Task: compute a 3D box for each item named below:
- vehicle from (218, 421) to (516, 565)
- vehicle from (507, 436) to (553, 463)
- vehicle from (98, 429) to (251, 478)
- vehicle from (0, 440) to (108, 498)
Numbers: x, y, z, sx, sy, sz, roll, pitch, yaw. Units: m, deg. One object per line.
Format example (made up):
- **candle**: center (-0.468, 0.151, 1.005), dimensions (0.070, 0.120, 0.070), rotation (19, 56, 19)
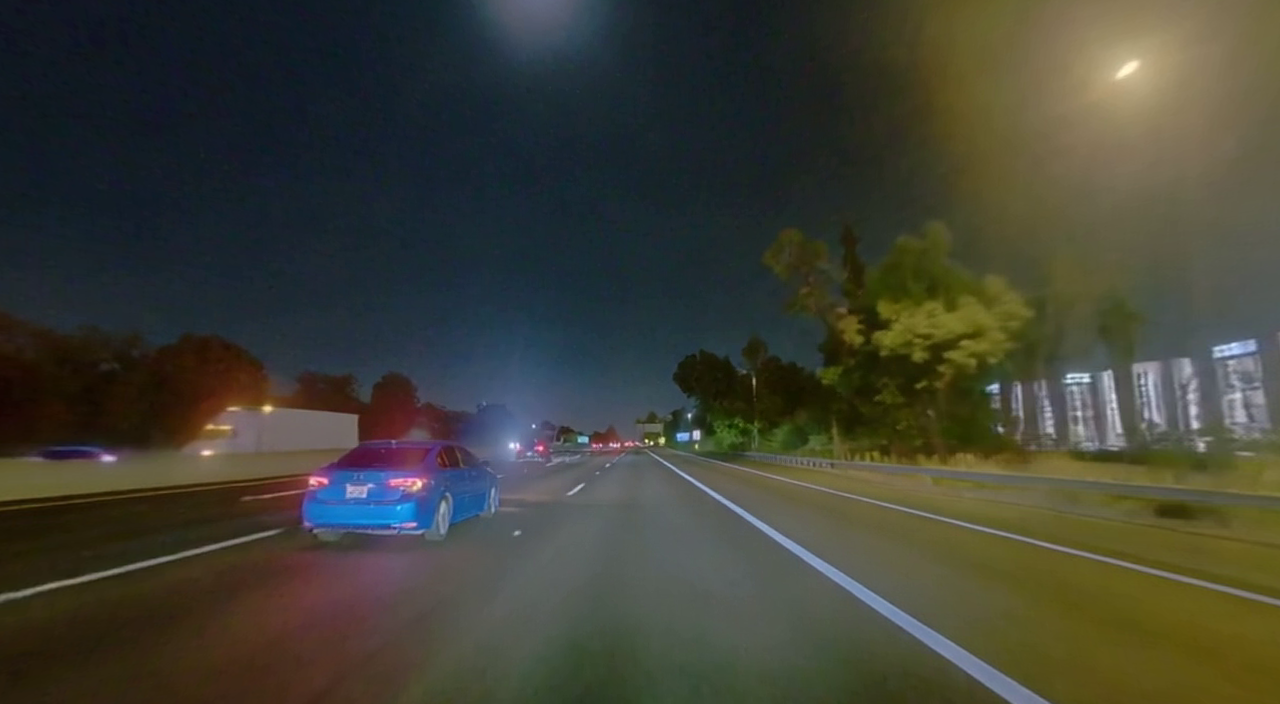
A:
- **vehicle**: center (-3.489, 1.908, 9.441), dimensions (2.144, 1.565, 4.951), rotation (0, -8, 1)
- **vehicle**: center (-7.194, 6.455, 41.699), dimensions (2.118, 1.675, 4.395), rotation (0, -8, 1)
- **vehicle**: center (-21.078, 4.641, 29.077), dimensions (2.462, 2.008, 6.004), rotation (0, -8, 0)
- **vehicle**: center (-17.405, 3.162, 17.302), dimensions (1.812, 1.481, 4.294), rotation (0, -8, 1)
